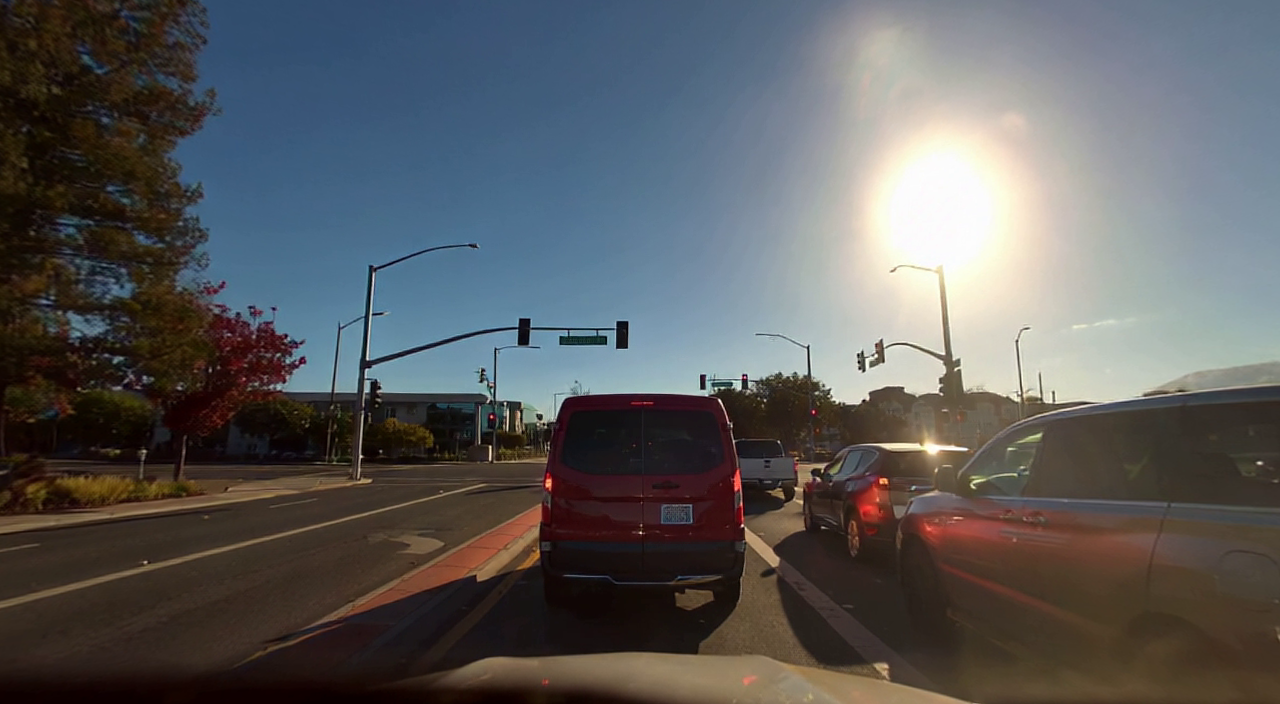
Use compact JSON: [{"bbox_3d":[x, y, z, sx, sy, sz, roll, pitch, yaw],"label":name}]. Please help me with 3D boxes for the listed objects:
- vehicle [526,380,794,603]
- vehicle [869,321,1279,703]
[{"bbox_3d":[0.175,1.463,7.434,2.185,1.822,4.391,0,-8,0],"label":"vehicle"},{"bbox_3d":[2.902,0.943,3.167,1.971,1.663,4.287,0,-8,1],"label":"vehicle"}]
